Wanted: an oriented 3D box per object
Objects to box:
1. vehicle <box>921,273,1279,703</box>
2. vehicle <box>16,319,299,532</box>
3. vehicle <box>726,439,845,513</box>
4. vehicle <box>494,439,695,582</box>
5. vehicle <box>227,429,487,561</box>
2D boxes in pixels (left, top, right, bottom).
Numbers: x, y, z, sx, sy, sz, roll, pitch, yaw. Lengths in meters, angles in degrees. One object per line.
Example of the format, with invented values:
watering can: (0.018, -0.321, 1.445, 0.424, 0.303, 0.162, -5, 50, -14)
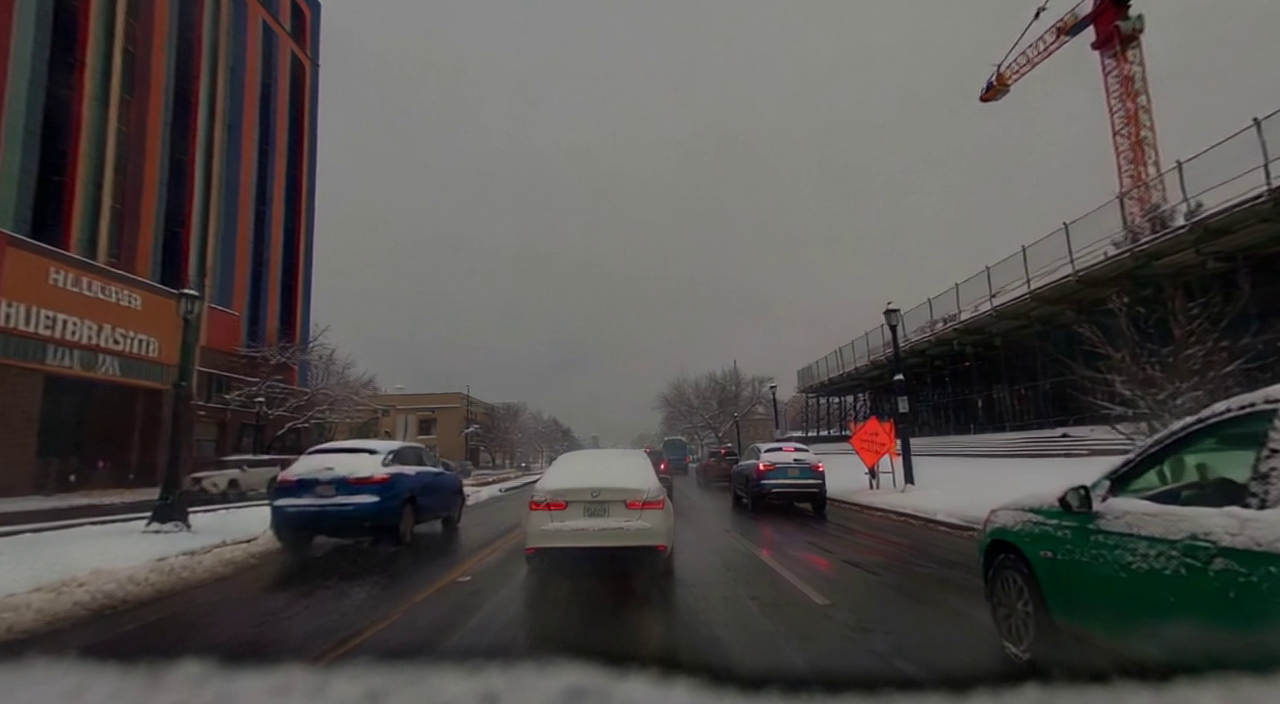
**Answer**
vehicle: (3.409, 0.742, 2.546, 2.182, 1.954, 5.341, 0, -9, 2)
vehicle: (-9.109, 1.476, 12.457, 2.592, 3.548, 3.414, -2, -9, 3)
vehicle: (3.937, 3.440, 18.152, 2.185, 1.797, 4.934, 0, -9, -1)
vehicle: (-0.447, 2.000, 8.857, 2.131, 1.496, 4.193, 0, -9, 1)
vehicle: (-4.216, 2.190, 10.432, 2.201, 1.691, 4.305, 0, -9, 1)
